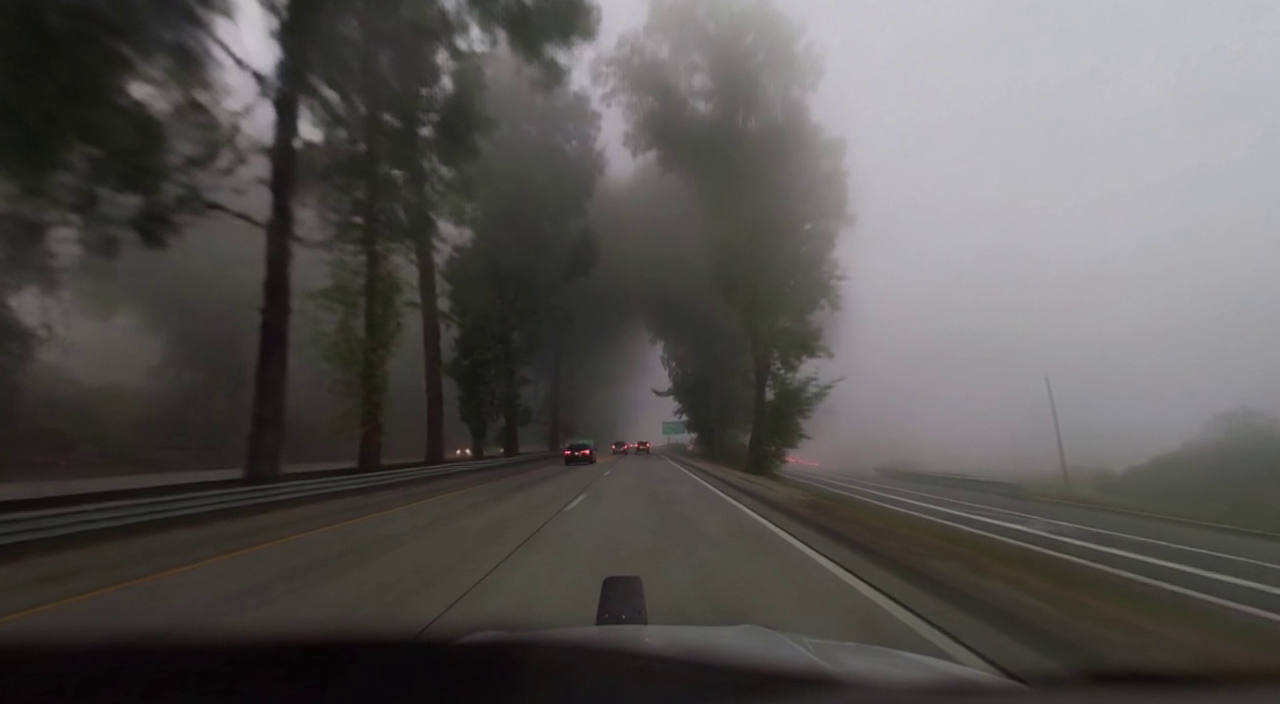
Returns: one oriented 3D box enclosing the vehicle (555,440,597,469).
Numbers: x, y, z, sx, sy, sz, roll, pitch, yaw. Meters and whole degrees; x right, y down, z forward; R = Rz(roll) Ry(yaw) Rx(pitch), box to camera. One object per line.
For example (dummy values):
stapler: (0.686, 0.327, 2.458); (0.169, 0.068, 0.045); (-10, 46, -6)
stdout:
vehicle: (-3.665, 5.976, 36.882); (2.025, 1.571, 3.662); (0, -9, 1)
